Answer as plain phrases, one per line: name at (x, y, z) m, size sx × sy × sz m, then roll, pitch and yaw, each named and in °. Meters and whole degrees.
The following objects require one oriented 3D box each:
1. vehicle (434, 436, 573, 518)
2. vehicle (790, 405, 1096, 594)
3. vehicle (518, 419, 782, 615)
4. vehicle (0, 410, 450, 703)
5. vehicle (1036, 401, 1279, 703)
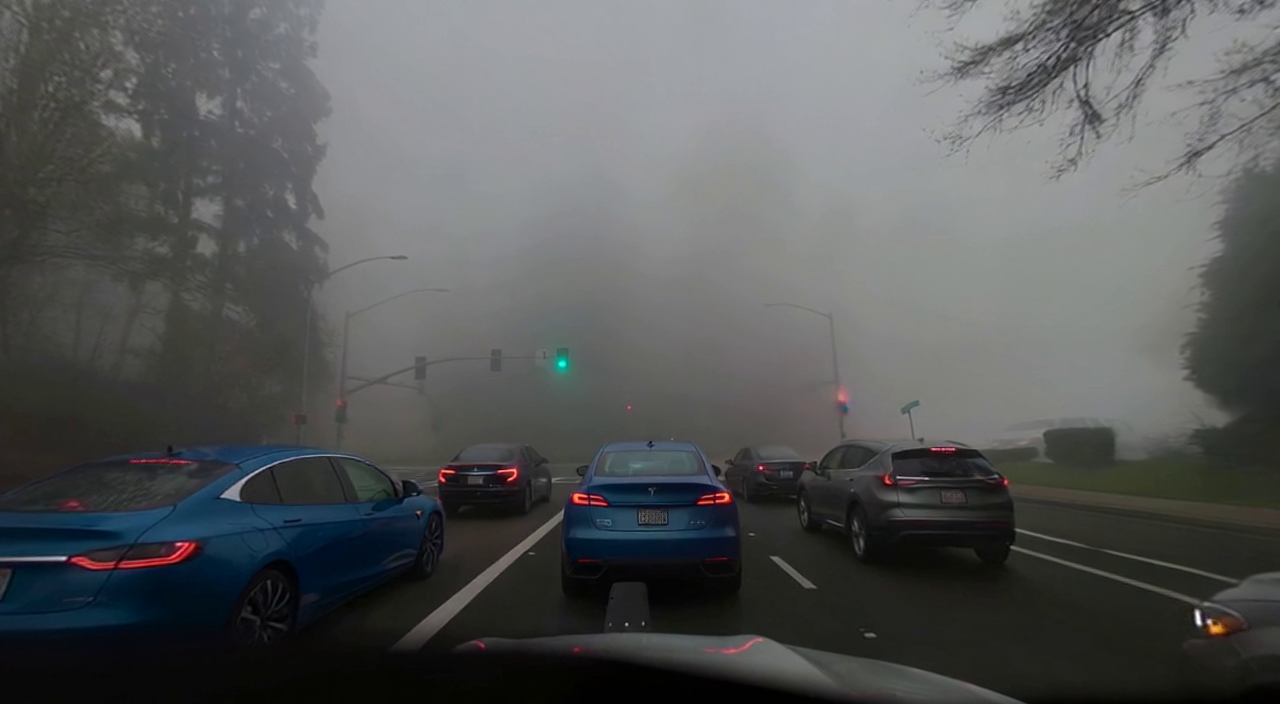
vehicle at (-2.832, 2.701, 14.136) m, size 2.089 × 1.537 × 4.073 m, roll -1°, pitch -9°, yaw 2°
vehicle at (3.389, 1.712, 8.111) m, size 1.938 × 1.732 × 4.006 m, roll 2°, pitch -9°, yaw 0°
vehicle at (0.040, 1.661, 7.307) m, size 2.144 × 1.563 × 4.218 m, roll 0°, pitch -8°, yaw -1°
vehicle at (-3.083, 1.292, 4.560) m, size 2.015 × 1.478 × 4.407 m, roll 0°, pitch -8°, yaw 0°
vehicle at (3.304, 0.798, 1.312) m, size 1.951 × 1.522 × 4.614 m, roll 0°, pitch -8°, yaw 0°
